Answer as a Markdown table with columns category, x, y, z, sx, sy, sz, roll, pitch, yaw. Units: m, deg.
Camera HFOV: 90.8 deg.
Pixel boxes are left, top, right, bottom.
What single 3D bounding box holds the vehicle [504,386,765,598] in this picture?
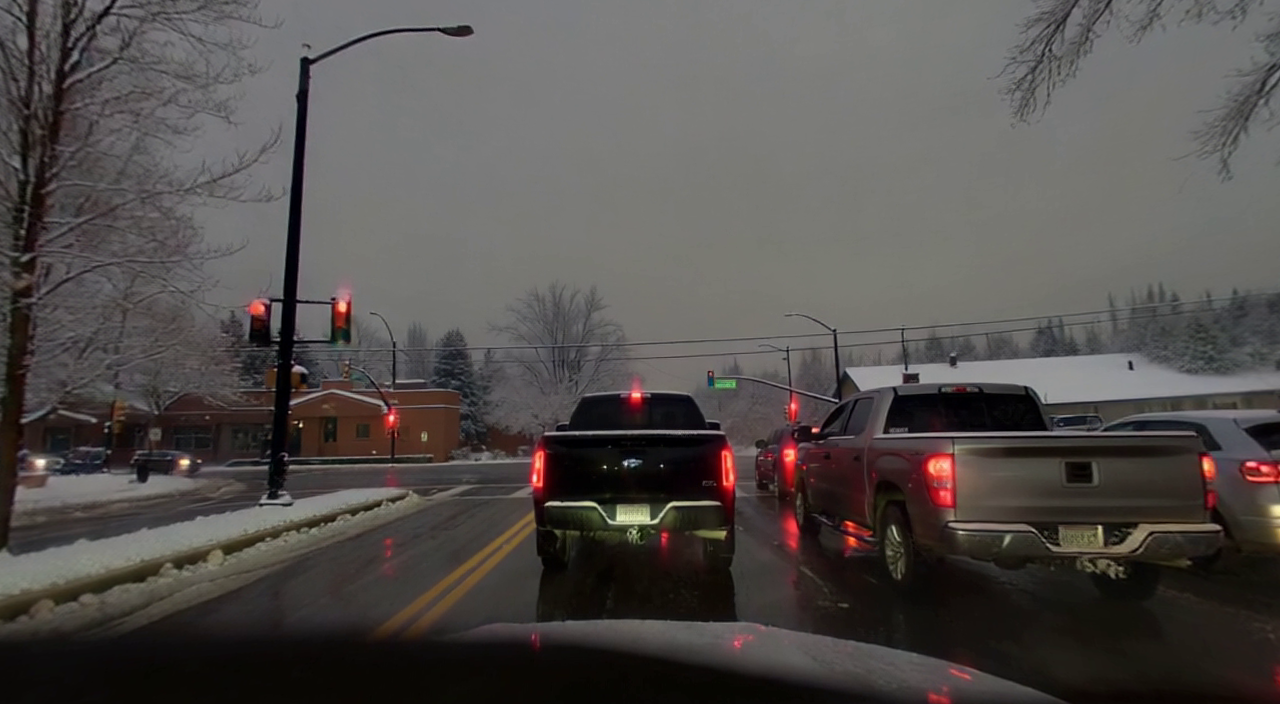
| category | x | y | z | sx | sy | sz | roll | pitch | yaw |
| --- | --- | --- | --- | --- | --- | --- | --- | --- | --- |
| vehicle | -0.075 | 1.574 | 8.026 | 2.240 | 1.821 | 5.001 | 0 | -9 | -1 |

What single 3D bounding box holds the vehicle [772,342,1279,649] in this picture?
| category | x | y | z | sx | sy | sz | roll | pitch | yaw |
| --- | --- | --- | --- | --- | --- | --- | --- | --- | --- |
| vehicle | 3.312 | 1.321 | 6.932 | 2.412 | 1.953 | 5.682 | 0 | -9 | -1 |

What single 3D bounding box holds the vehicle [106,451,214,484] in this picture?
| category | x | y | z | sx | sy | sz | roll | pitch | yaw |
| --- | --- | --- | --- | --- | --- | --- | --- | --- | --- |
| vehicle | -26.404 | 6.326 | 34.993 | 4.437 | 1.669 | 1.936 | 5 | -10 | -30 |
